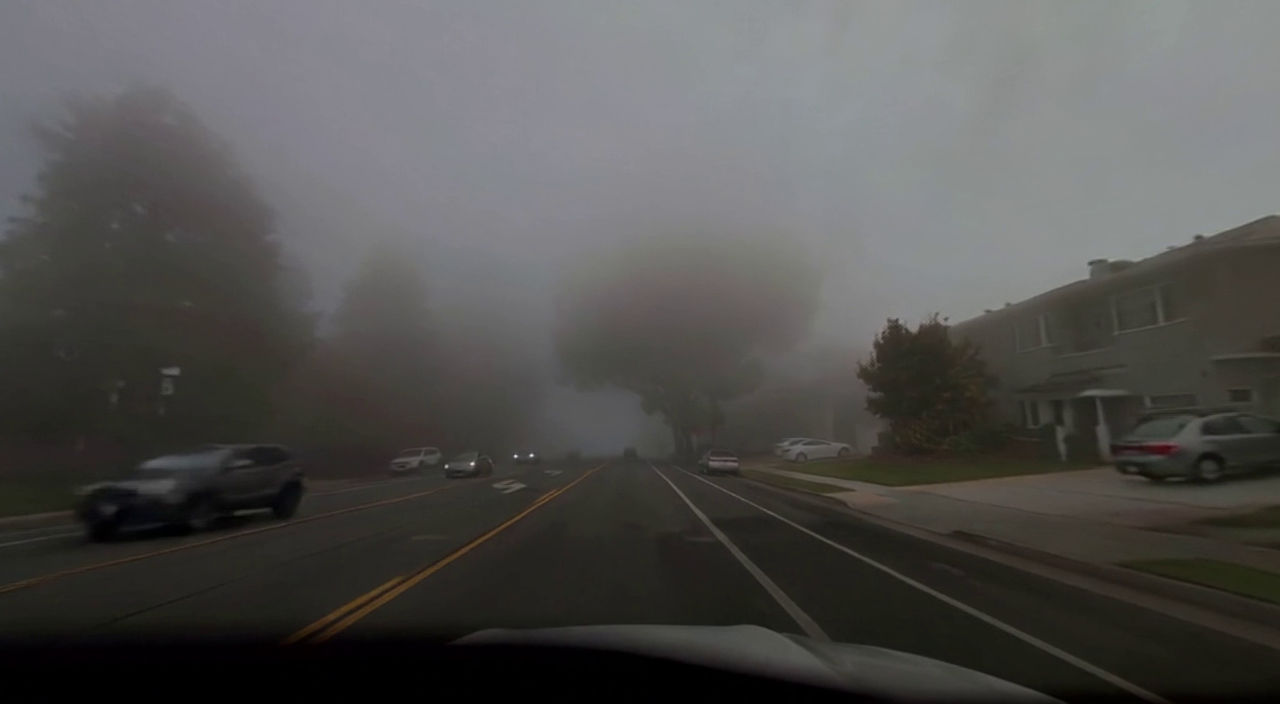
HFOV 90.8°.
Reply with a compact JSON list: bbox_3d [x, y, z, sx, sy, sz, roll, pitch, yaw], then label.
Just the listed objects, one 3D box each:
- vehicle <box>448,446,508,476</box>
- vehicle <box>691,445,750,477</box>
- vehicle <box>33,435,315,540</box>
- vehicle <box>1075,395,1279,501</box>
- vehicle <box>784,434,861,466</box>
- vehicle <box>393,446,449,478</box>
[{"bbox_3d":[-8.670,5.863,34.250,1.986,1.442,4.602,0,-8,1],"label":"vehicle"},{"bbox_3d":[3.848,5.317,31.100,1.946,1.431,4.695,1,-8,-5],"label":"vehicle"},{"bbox_3d":[-8.581,2.487,12.330,2.030,1.632,4.520,0,-8,0],"label":"vehicle"},{"bbox_3d":[11.986,1.866,12.892,4.625,1.711,1.910,-6,-8,1],"label":"vehicle"},{"bbox_3d":[10.946,5.900,38.077,3.999,1.599,1.819,-4,-8,0],"label":"vehicle"},{"bbox_3d":[-13.379,6.688,38.853,1.978,1.706,4.310,-3,-8,-1],"label":"vehicle"}]
